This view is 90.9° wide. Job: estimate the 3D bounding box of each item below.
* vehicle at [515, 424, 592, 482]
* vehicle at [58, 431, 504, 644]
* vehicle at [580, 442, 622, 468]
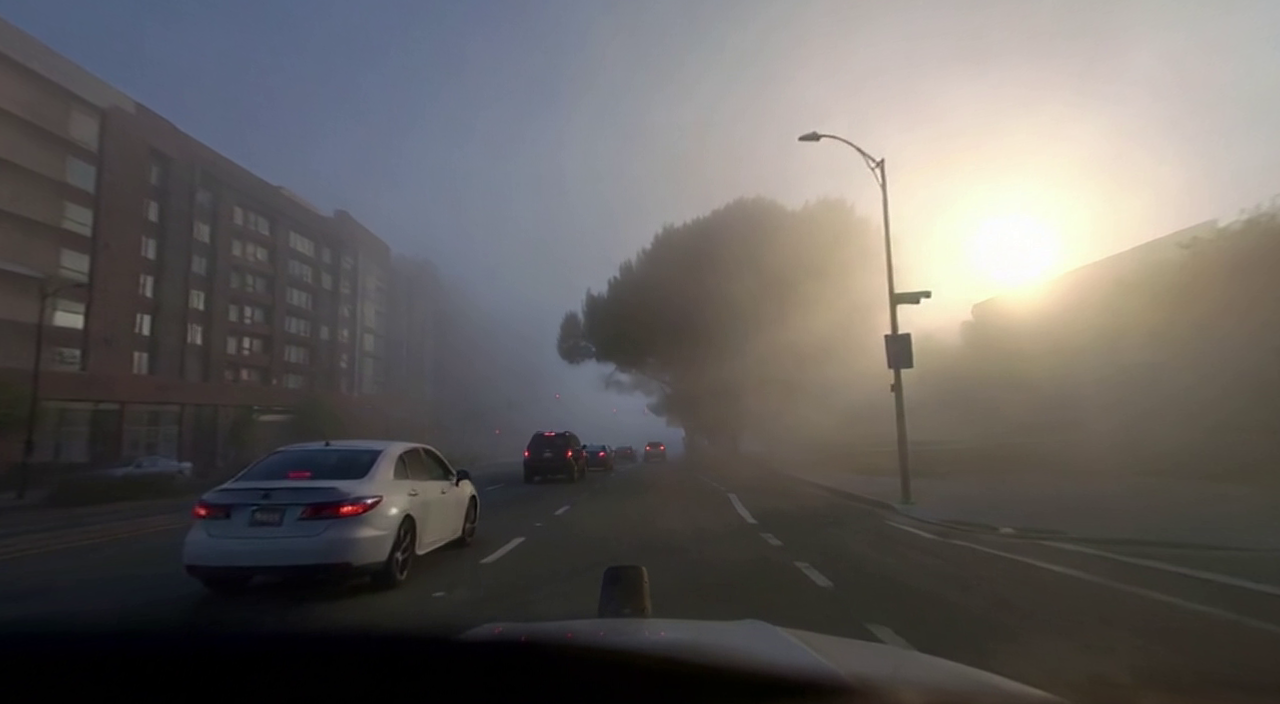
[{"bbox_3d":[-3.180,3.854,24.189,2.152,1.987,4.527,0,-9,2],"label":"vehicle"},{"bbox_3d":[-2.878,1.567,6.413,1.959,1.406,4.272,0,-9,1],"label":"vehicle"},{"bbox_3d":[-2.326,6.282,38.661,2.246,1.481,4.146,0,-9,2],"label":"vehicle"}]
